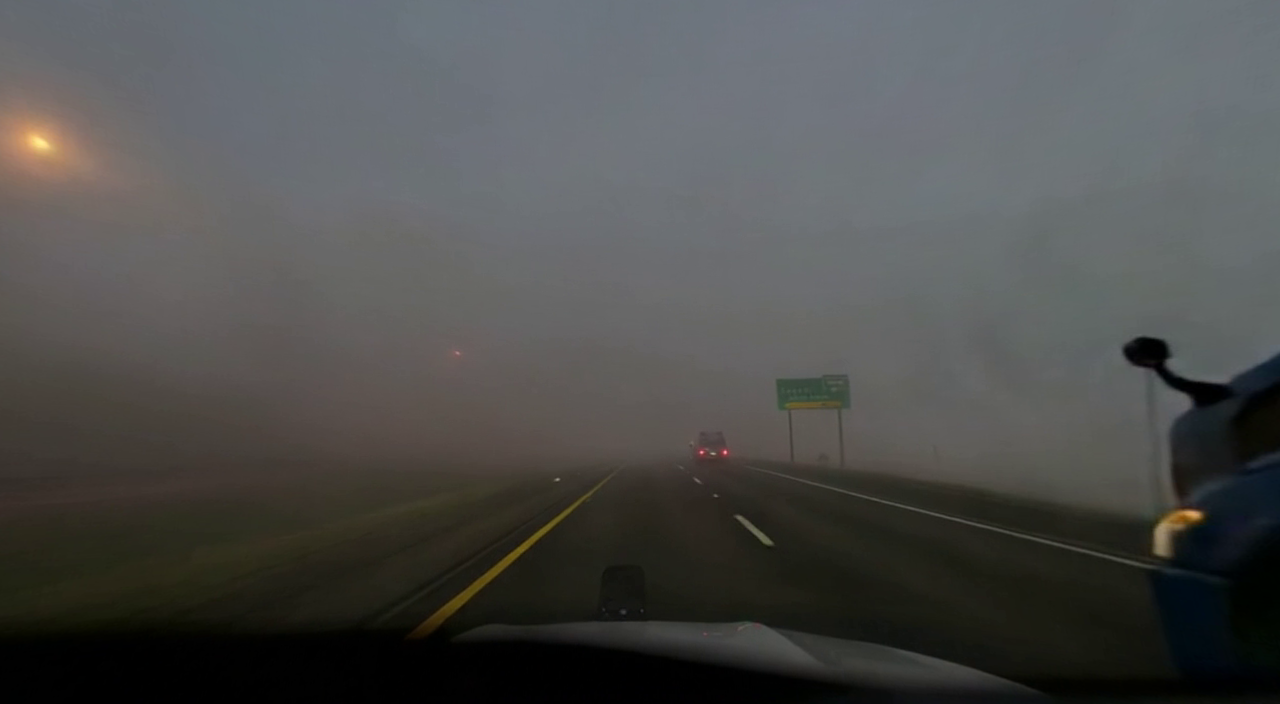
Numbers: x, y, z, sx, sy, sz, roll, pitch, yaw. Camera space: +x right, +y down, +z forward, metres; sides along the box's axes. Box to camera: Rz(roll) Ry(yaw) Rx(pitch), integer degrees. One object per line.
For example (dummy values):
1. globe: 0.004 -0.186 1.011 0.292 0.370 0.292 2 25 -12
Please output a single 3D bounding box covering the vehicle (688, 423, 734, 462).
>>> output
1. vehicle: 4.788 6.227 43.373 2.430 2.495 6.062 0 -8 0
